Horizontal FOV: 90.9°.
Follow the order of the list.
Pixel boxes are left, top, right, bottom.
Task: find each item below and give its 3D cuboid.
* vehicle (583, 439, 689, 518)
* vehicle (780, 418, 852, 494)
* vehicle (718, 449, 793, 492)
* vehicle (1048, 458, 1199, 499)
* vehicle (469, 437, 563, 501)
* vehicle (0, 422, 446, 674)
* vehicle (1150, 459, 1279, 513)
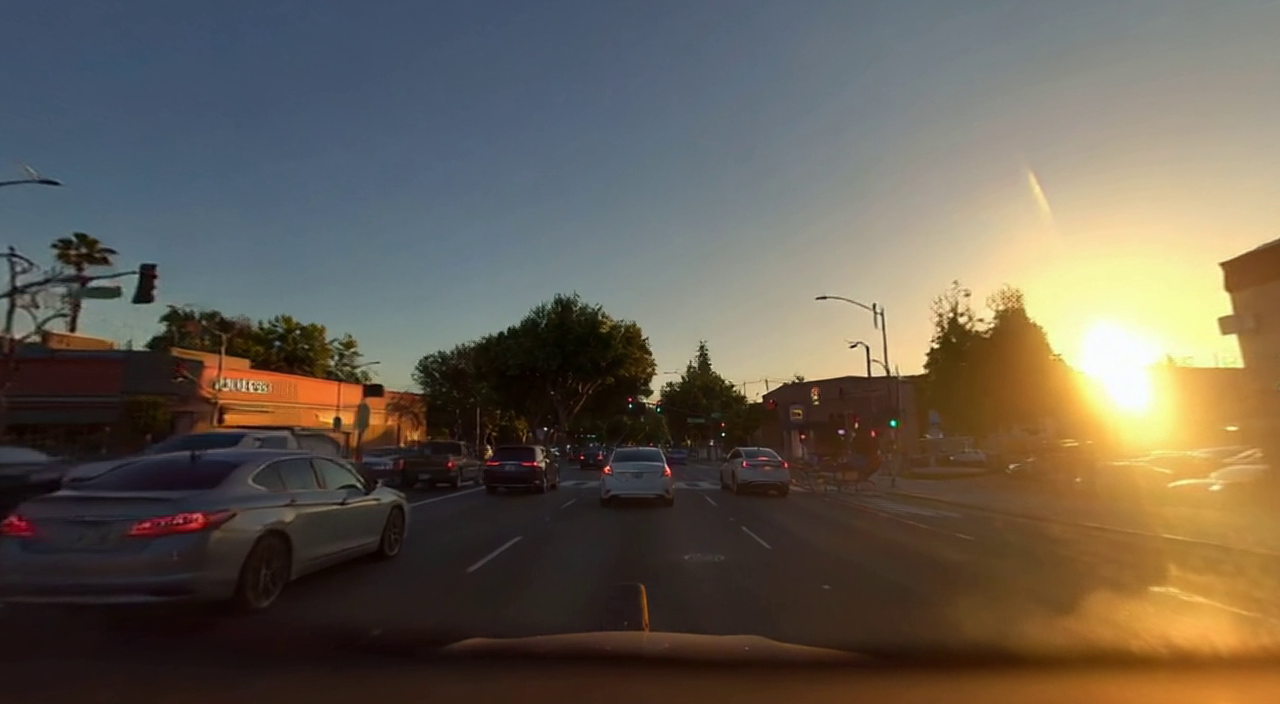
[{"bbox_3d":[-0.069,2.848,14.696,2.121,1.563,4.031,0,-9,0],"label":"vehicle"},{"bbox_3d":[8.358,4.937,30.196,2.613,3.281,2.673,4,-9,0],"label":"vehicle"},{"bbox_3d":[4.262,4.444,24.033,1.979,1.485,4.207,0,-9,-1],"label":"vehicle"},{"bbox_3d":[19.163,5.016,25.162,4.367,1.475,1.815,-1,-9,7],"label":"vehicle"},{"bbox_3d":[-3.613,3.479,19.089,1.983,1.685,3.997,0,-9,0],"label":"vehicle"},{"bbox_3d":[-3.676,1.538,6.191,1.992,1.493,4.688,0,-9,1],"label":"vehicle"},{"bbox_3d":[19.310,4.198,19.995,4.379,1.558,2.033,0,-9,2],"label":"vehicle"}]
